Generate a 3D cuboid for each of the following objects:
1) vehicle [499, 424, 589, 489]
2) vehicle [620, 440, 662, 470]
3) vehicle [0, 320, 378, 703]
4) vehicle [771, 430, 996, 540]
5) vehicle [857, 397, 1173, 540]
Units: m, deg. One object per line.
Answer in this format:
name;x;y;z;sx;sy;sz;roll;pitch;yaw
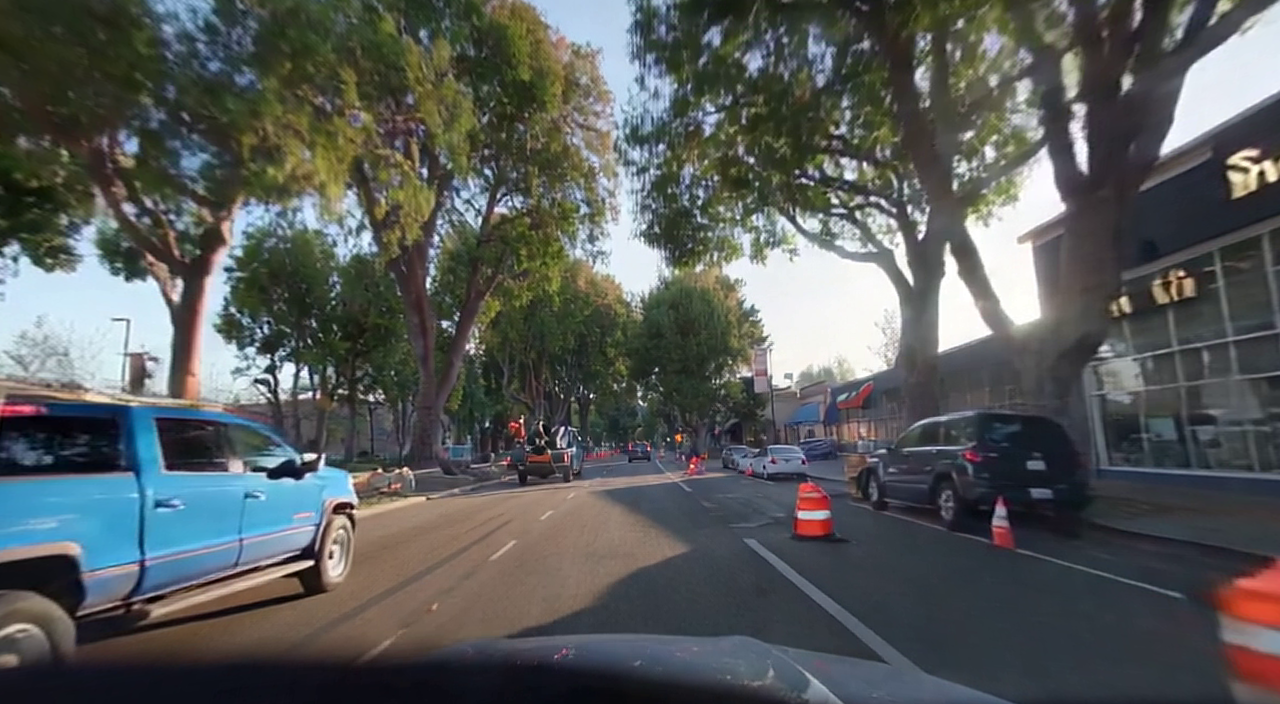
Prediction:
vehicle;-3.309;3.779;23.174;2.424;2.063;5.678;0;-8;0
vehicle;-0.005;6.438;39.744;2.413;1.748;4.406;0;-8;-2
vehicle;-3.603;0.955;3.571;2.327;1.775;4.430;0;-8;0
vehicle;4.085;2.295;11.622;2.082;1.601;4.451;0;-9;-4
vehicle;6.673;2.183;12.446;2.921;2.166;5.422;0;-8;1
